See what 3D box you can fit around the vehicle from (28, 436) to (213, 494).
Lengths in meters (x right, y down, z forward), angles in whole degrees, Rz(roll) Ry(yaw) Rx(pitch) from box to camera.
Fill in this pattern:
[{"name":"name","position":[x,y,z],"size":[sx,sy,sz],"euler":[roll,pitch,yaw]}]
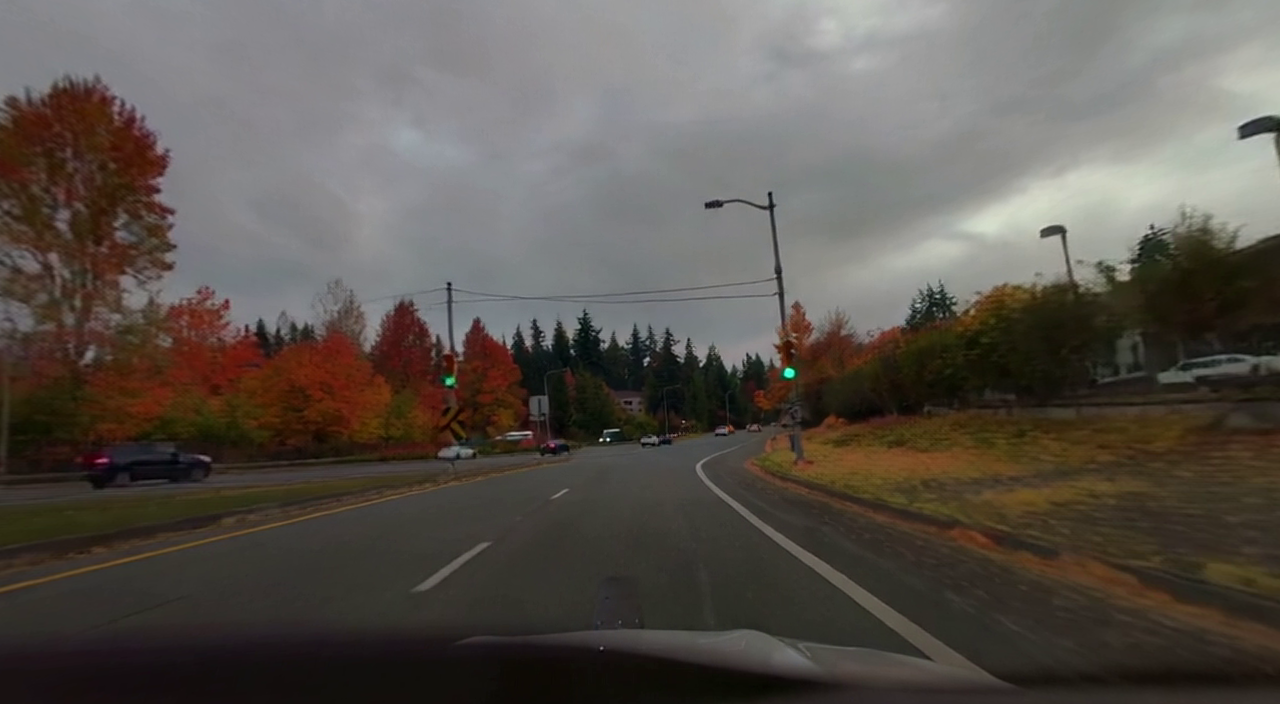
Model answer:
[{"name":"vehicle","position":[-20.348,4.400,25.043],"size":[2.368,2.012,5.021],"euler":[-3,-9,19]}]
